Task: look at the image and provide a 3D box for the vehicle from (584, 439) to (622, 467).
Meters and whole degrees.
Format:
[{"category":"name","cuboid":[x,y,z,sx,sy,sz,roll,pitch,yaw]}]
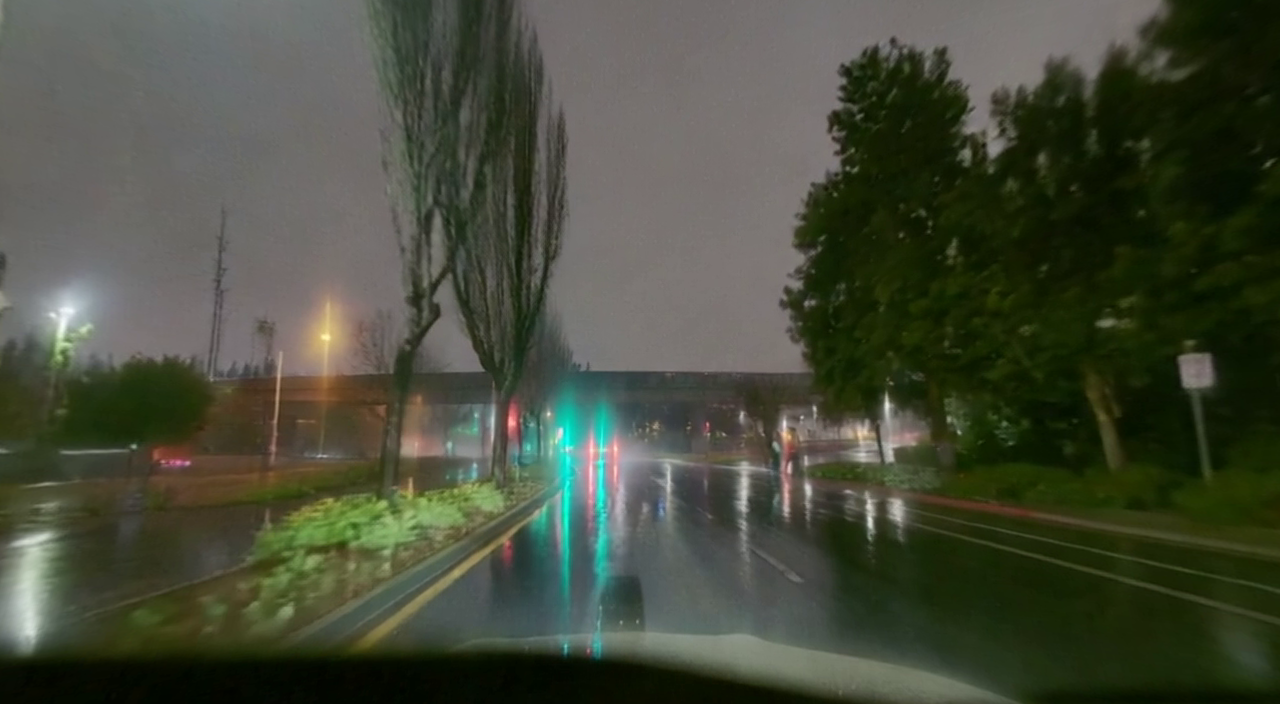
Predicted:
[{"category":"vehicle","cuboid":[-2.504,6.660,41.776,2.184,1.713,4.231,1,-9,-7]}]
